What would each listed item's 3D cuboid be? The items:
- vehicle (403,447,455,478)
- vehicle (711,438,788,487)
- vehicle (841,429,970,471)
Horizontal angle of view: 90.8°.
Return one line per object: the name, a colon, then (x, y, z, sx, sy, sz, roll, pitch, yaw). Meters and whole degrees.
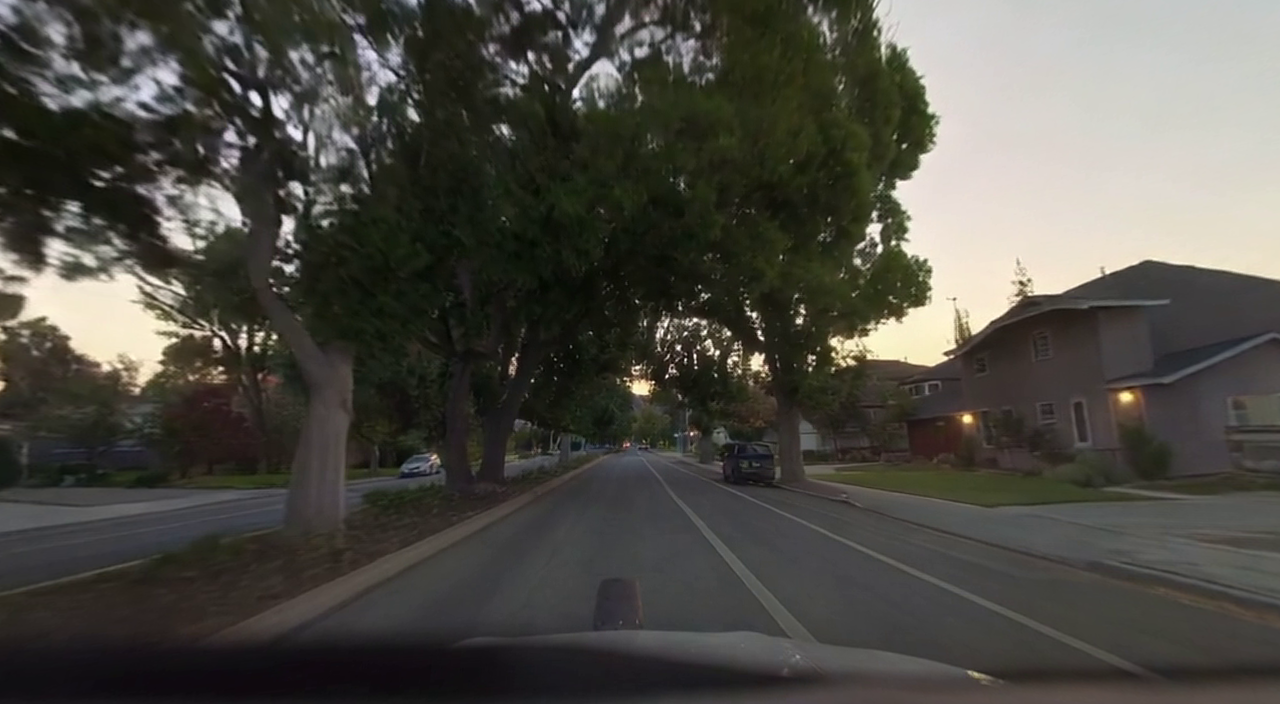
vehicle: (-13.537, 7.067, 40.815, 1.970, 1.677, 4.270, -1, -7, 0)
vehicle: (4.047, 4.161, 24.212, 2.045, 1.677, 4.509, 0, -8, -1)
vehicle: (11.806, 4.374, 28.341, 4.860, 1.772, 2.007, 0, -8, -3)
